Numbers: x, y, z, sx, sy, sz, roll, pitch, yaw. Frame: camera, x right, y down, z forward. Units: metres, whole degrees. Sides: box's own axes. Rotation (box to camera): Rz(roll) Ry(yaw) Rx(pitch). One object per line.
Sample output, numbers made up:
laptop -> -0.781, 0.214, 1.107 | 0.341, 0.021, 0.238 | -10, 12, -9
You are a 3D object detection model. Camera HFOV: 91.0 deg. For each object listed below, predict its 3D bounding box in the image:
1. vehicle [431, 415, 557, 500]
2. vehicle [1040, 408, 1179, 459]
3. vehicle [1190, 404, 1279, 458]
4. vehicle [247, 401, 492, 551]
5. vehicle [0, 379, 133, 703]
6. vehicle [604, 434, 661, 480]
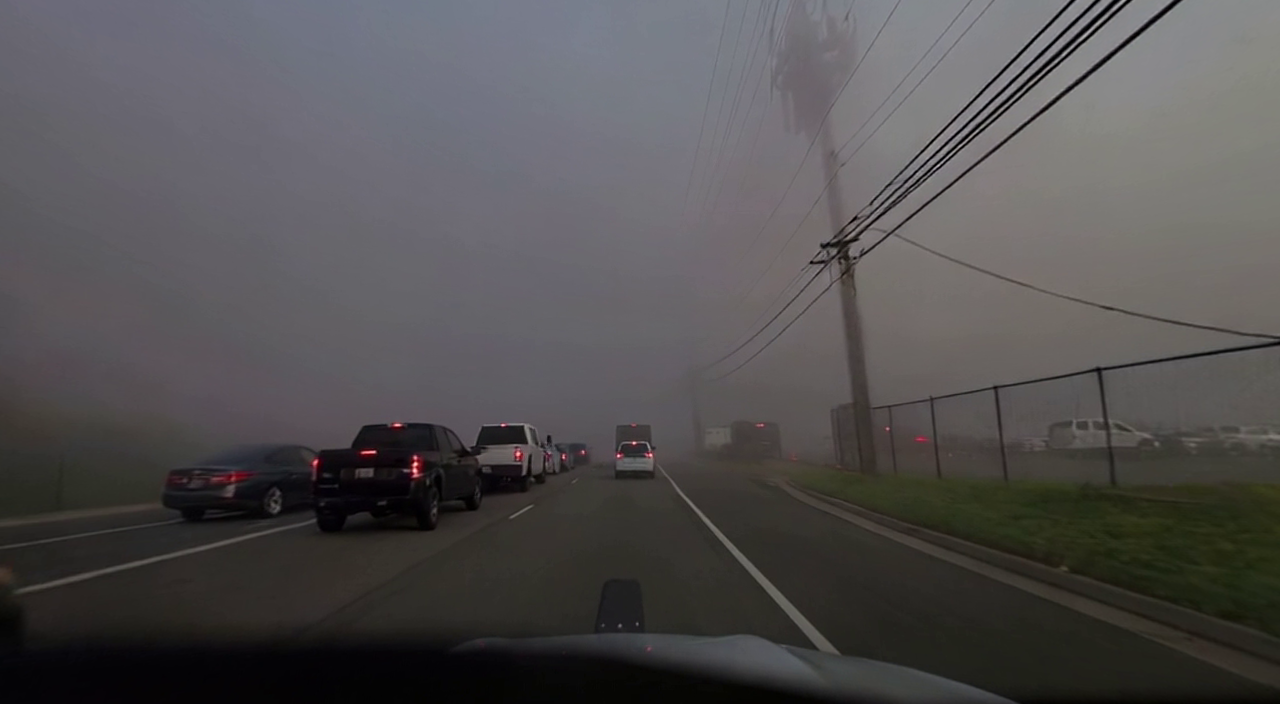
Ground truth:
vehicle -> -3.865, 2.937, 17.932 | 2.254, 1.996, 5.685 | 0, -8, 0
vehicle -> 32.778, 5.772, 44.167 | 7.142, 3.385, 2.919 | 0, -10, 2
vehicle -> 40.585, 4.943, 40.384 | 7.613, 2.990, 2.868 | -5, -8, -2
vehicle -> -3.935, 1.890, 10.262 | 1.956, 1.865, 4.624 | 0, -8, -1
vehicle -> -3.946, 0.728, 1.379 | 2.014, 1.637, 4.382 | 0, -8, -1
vehicle -> -0.273, 4.111, 24.931 | 2.055, 1.671, 4.147 | 0, -8, 0
